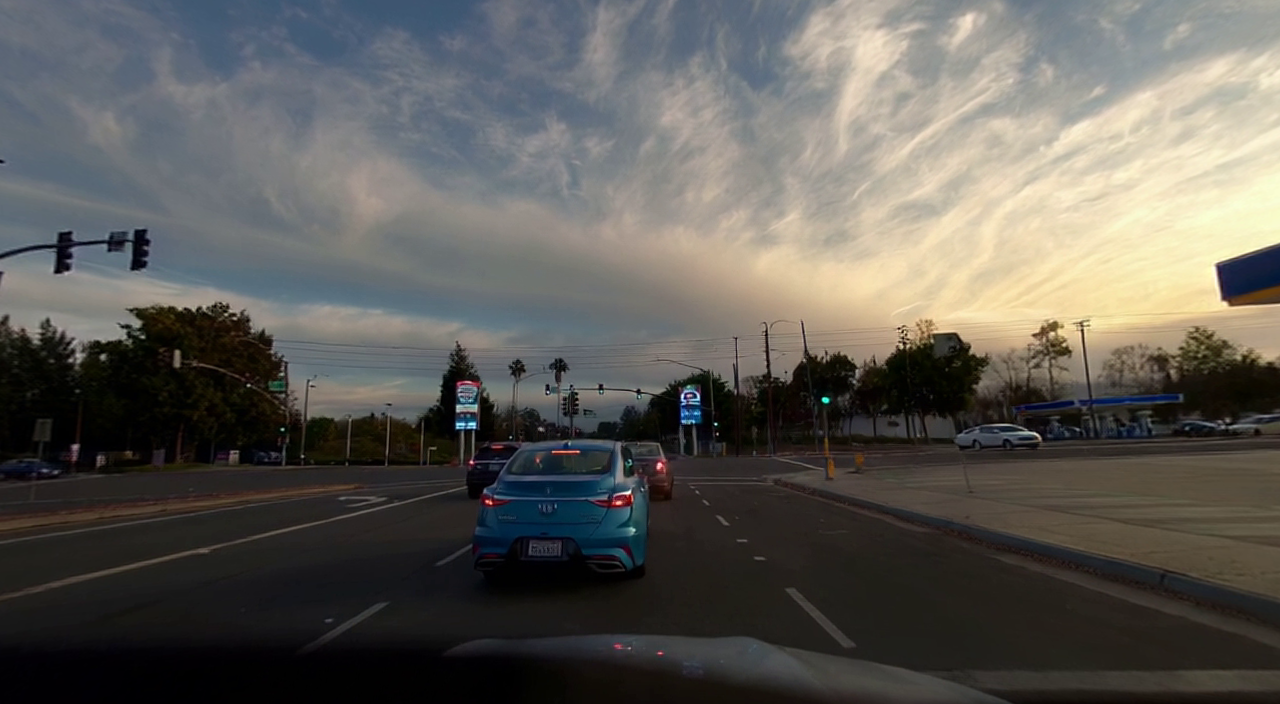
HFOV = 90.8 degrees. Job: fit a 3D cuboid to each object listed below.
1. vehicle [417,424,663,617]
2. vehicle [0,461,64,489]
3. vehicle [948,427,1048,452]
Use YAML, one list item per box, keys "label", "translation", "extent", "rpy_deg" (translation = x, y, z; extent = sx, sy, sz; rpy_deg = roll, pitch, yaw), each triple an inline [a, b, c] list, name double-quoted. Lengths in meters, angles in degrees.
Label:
- label: "vehicle"
  translation: [-0.724, 1.674, 7.325]
  extent: [1.916, 1.510, 4.447]
  rpy_deg: [0, -8, 3]
- label: "vehicle"
  translation: [-35.416, 6.860, 35.244]
  extent: [1.796, 1.440, 4.802]
  rpy_deg: [-1, -8, 3]
- label: "vehicle"
  translation: [22.063, 5.421, 39.081]
  extent: [4.874, 1.502, 2.048]
  rpy_deg: [0, -8, 1]
